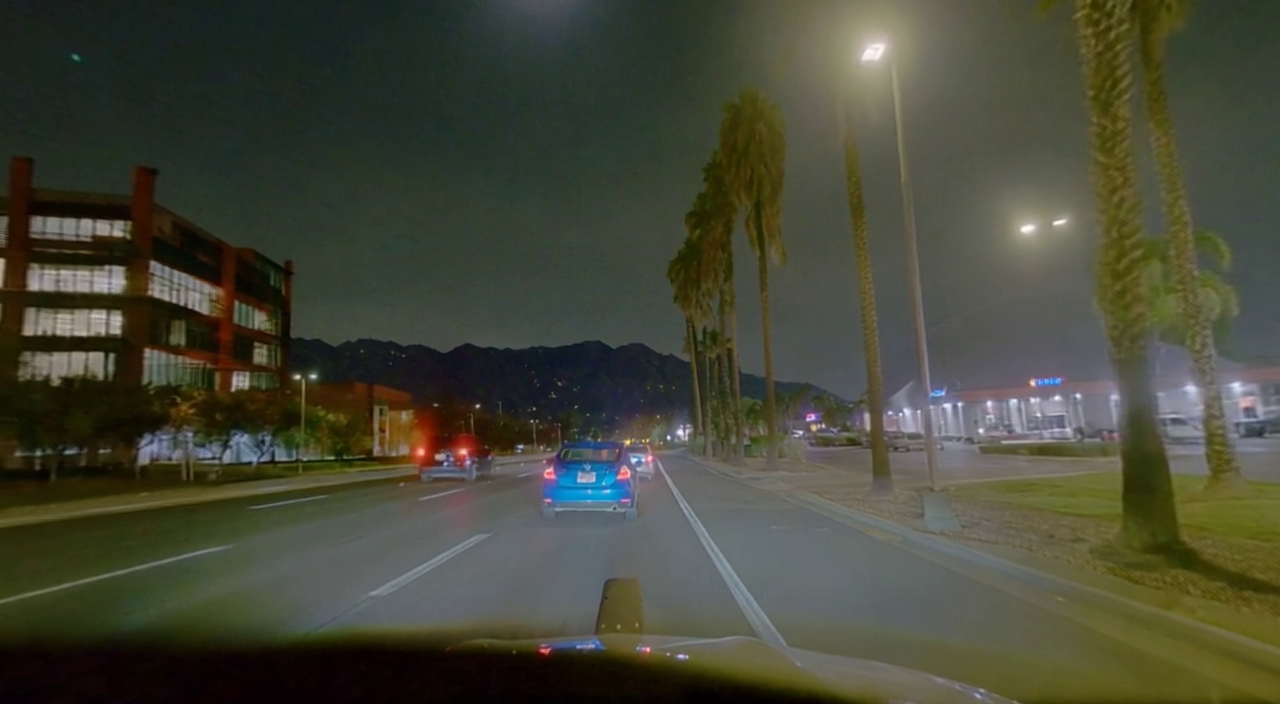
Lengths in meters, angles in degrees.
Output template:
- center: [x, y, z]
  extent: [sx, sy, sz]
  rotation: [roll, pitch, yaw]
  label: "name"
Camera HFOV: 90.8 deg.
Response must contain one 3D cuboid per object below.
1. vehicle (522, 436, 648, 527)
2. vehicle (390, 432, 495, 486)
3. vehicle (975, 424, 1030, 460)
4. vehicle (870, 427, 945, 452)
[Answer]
- center: [-0.986, 2.415, 12.362]
  extent: [2.067, 1.459, 3.886]
  rotation: [0, -8, -3]
  label: "vehicle"
- center: [-7.724, 4.249, 25.416]
  extent: [2.400, 1.900, 5.325]
  rotation: [0, -8, 1]
  label: "vehicle"
- center: [16.861, 4.186, 29.318]
  extent: [1.961, 1.526, 4.640]
  rotation: [-5, -10, 30]
  label: "vehicle"
- center: [19.063, 6.274, 45.152]
  extent: [1.925, 1.652, 4.490]
  rotation: [6, -10, -35]
  label: "vehicle"
